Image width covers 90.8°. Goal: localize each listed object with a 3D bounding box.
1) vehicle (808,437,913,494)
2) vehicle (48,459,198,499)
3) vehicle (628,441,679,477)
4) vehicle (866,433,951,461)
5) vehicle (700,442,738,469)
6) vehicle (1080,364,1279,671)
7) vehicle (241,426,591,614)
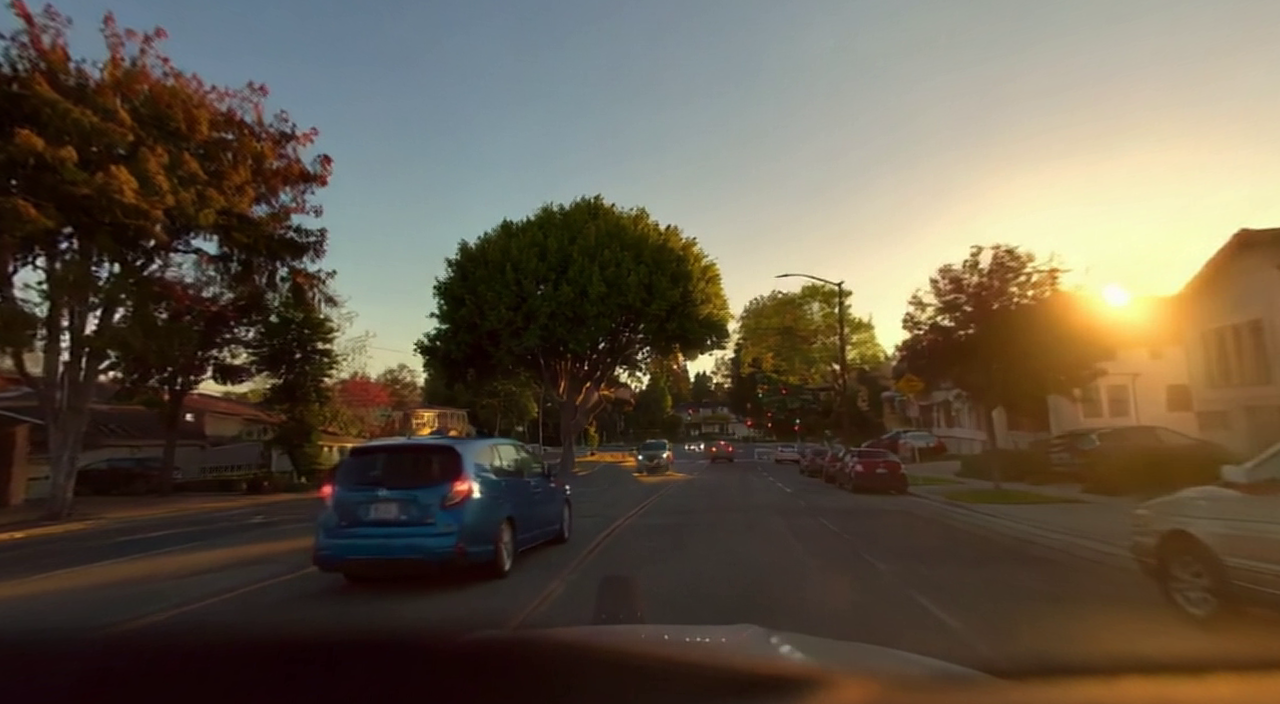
[{"bbox_3d":[6.441,3.358,19.037,1.964,1.485,4.454,-1,-9,6],"label":"vehicle"},{"bbox_3d":[-19.727,4.840,24.193,4.397,1.423,1.789,-1,-9,7],"label":"vehicle"},{"bbox_3d":[0.692,4.928,29.386,1.986,1.508,4.261,-1,-9,6],"label":"vehicle"},{"bbox_3d":[15.238,5.435,36.041,4.046,1.450,1.814,-2,-9,8],"label":"vehicle"},{"bbox_3d":[4.575,6.055,37.217,2.081,1.475,4.361,-1,-9,5],"label":"vehicle"},{"bbox_3d":[4.738,0.881,3.123,2.069,1.780,4.480,-1,-9,4],"label":"vehicle"},{"bbox_3d":[-2.083,1.723,7.498,2.069,1.510,4.325,-2,-9,8],"label":"vehicle"}]
